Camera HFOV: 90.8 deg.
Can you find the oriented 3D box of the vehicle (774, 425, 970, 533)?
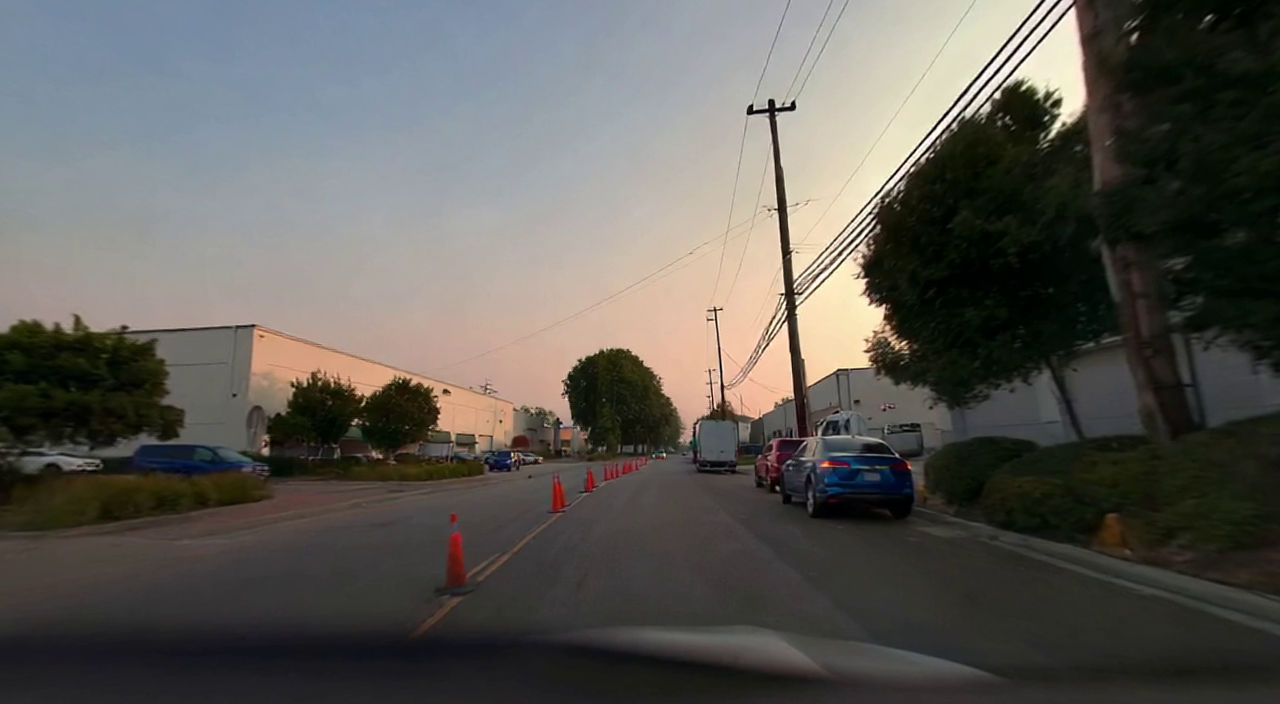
[{"bbox_3d":[4.237,2.403,12.633,2.115,1.702,4.978,0,-8,1],"label":"vehicle"}]

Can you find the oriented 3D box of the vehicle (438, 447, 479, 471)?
[{"bbox_3d":[-13.999,8.248,48.916,1.971,1.789,4.360,0,-8,-1],"label":"vehicle"}]

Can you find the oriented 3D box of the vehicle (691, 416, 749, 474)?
[{"bbox_3d":[4.840,5.831,39.667,2.871,3.301,7.433,0,-8,1],"label":"vehicle"}]

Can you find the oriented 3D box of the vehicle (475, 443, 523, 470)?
[{"bbox_3d":[-10.988,8.190,49.669,2.287,1.975,5.511,-1,-8,2],"label":"vehicle"}]

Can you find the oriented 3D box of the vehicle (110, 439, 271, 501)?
[{"bbox_3d":[-14.804,3.878,21.234,2.085,1.748,4.558,-3,-8,0],"label":"vehicle"}]

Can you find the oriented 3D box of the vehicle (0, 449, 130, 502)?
[{"bbox_3d":[-20.003,4.091,21.364,1.799,1.542,4.546,0,-8,-2],"label":"vehicle"}]
